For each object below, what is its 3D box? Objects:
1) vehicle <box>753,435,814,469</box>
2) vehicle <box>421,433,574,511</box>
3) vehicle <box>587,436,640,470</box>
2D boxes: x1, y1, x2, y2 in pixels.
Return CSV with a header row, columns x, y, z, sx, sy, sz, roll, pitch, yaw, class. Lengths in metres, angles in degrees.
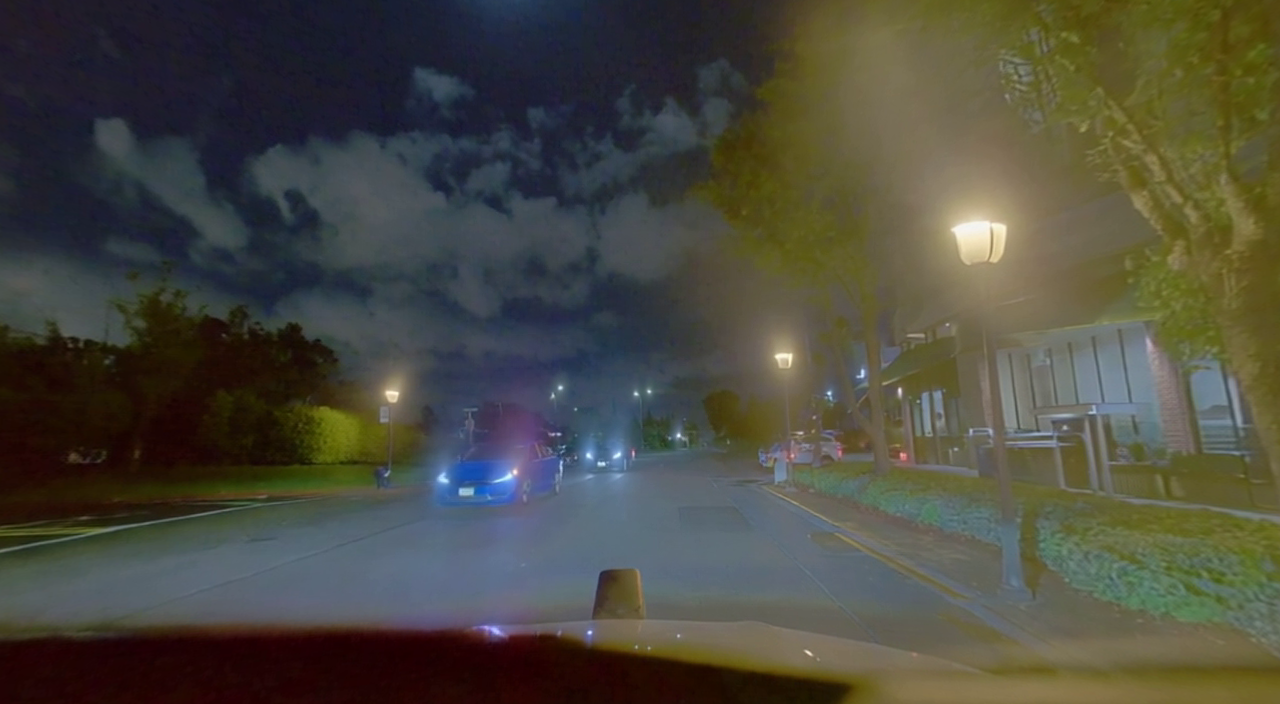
x,y,z,sx,sy,sz,roll,pitch,yaw,class
6.669,4.716,29.897,1.918,1.461,4.419,0,-8,1,vehicle
-3.045,2.699,14.701,2.056,1.508,4.596,-1,-9,6,vehicle
-1.328,5.372,33.701,2.110,1.651,4.410,-1,-9,7,vehicle
